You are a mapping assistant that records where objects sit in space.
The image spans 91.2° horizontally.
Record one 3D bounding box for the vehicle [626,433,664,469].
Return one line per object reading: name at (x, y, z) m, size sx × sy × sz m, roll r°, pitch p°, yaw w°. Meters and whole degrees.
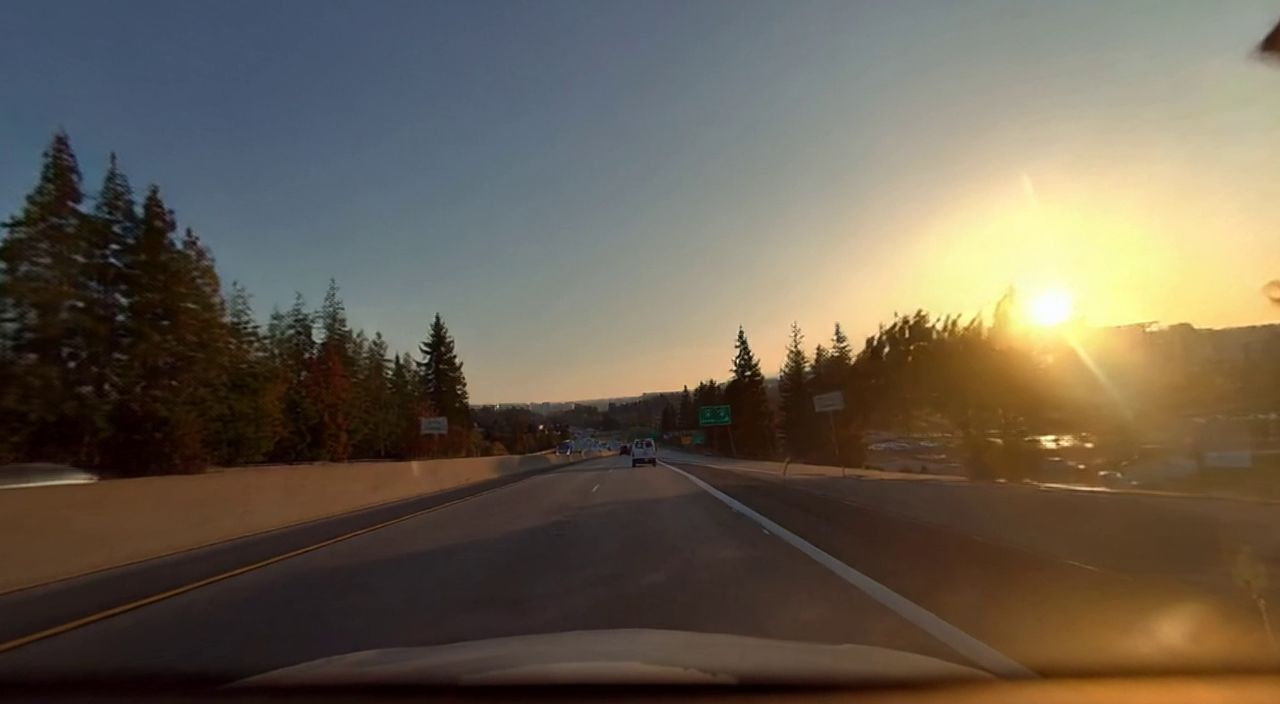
vehicle at (0.351, 6.385, 40.347) m, size 2.268 × 2.122 × 4.595 m, roll -1°, pitch -9°, yaw 1°
